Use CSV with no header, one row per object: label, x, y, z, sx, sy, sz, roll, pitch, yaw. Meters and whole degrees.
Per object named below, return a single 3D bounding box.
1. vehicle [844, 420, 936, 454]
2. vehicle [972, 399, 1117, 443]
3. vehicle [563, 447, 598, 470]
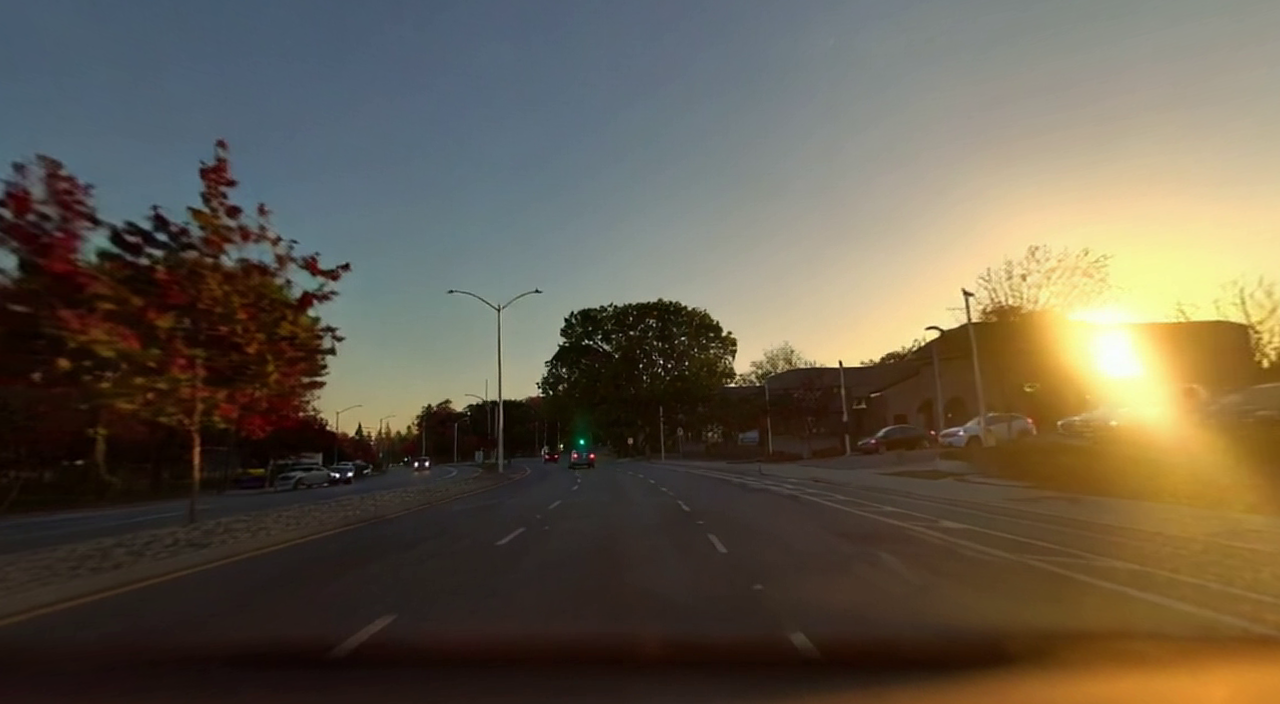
vehicle,16.010,5.426,40.604,4.922,1.749,2.145,-4,-6,3
vehicle,15.689,2.726,24.689,4.297,1.632,1.977,0,-8,-2
vehicle,-4.513,7.961,47.512,2.197,1.642,4.312,2,-8,-11
